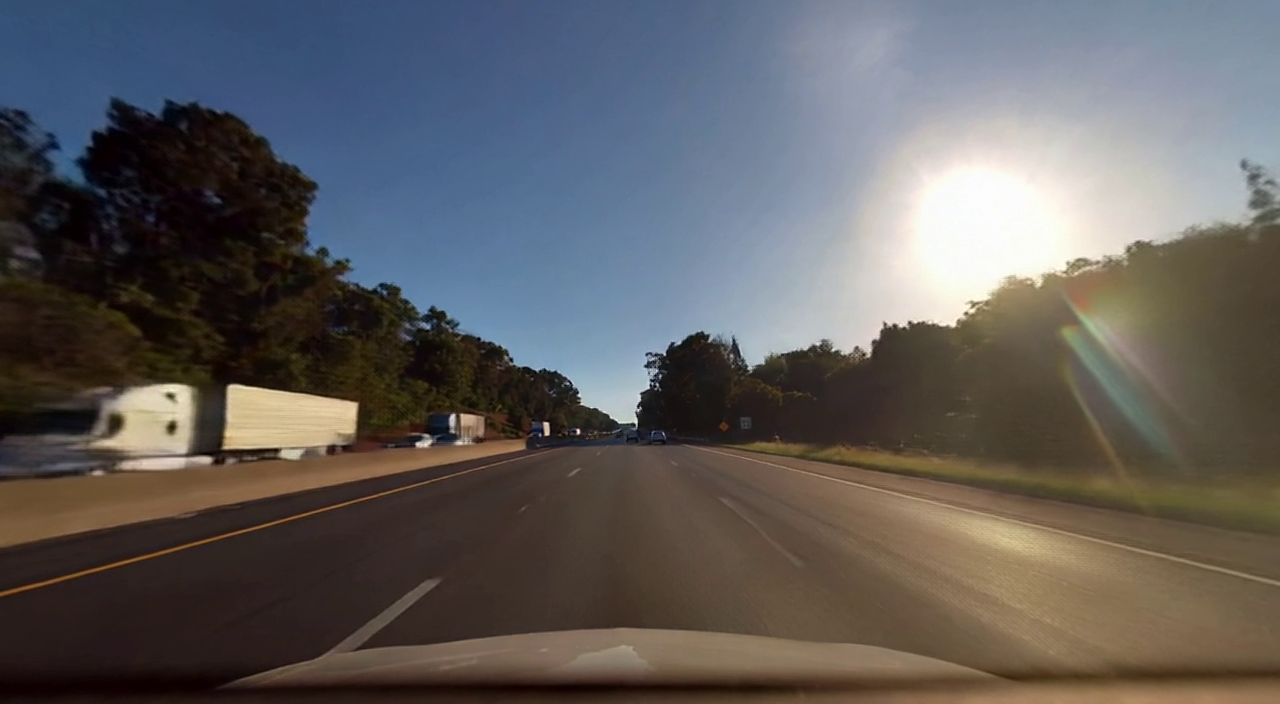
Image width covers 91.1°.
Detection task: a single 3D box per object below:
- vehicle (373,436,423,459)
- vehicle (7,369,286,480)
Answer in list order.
[{"bbox_3d":[-16.758,6.635,43.823,1.811,1.480,4.437,0,-8,-1],"label":"vehicle"},{"bbox_3d":[-20.591,3.384,27.945,3.078,3.829,11.722,-1,-8,-1],"label":"vehicle"}]
